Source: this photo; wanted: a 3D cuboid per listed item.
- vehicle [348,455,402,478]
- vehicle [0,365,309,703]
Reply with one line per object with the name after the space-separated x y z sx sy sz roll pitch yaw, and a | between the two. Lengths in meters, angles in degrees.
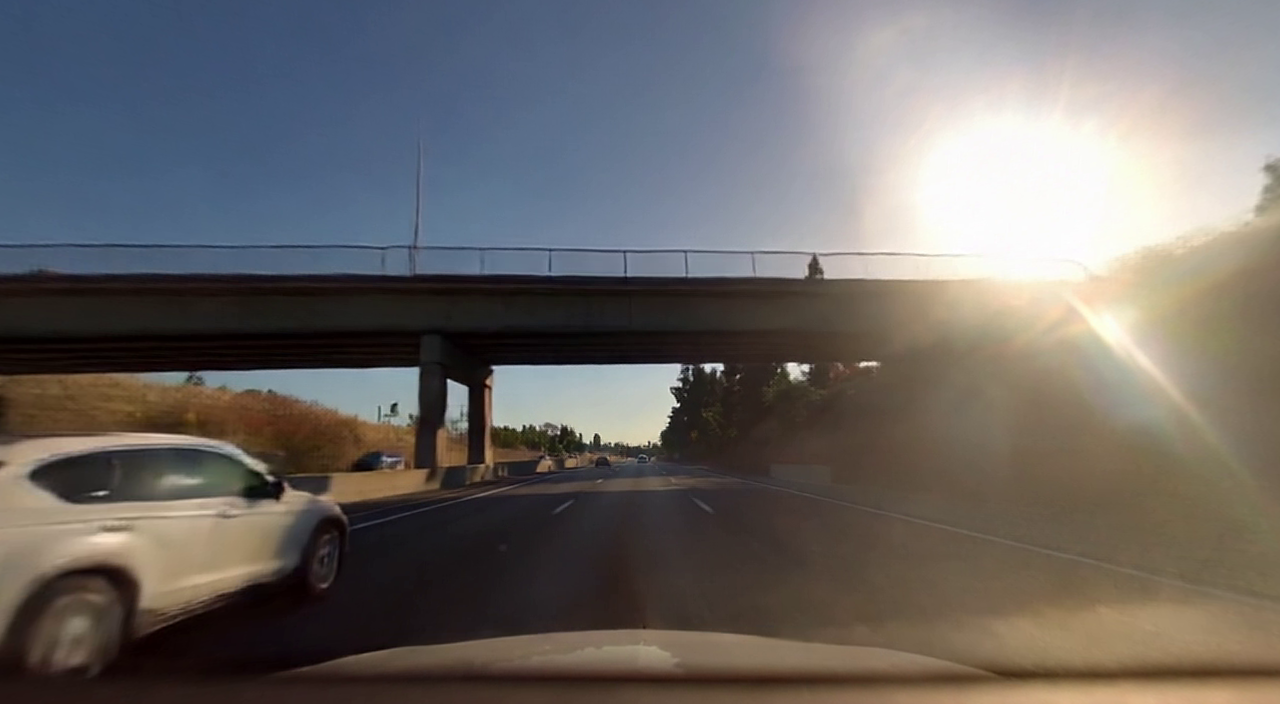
-18.125 7.813 43.362 1.785 1.459 4.516 0 -9 -1 | vehicle
-3.500 0.814 1.975 2.274 1.628 4.807 0 -9 0 | vehicle
